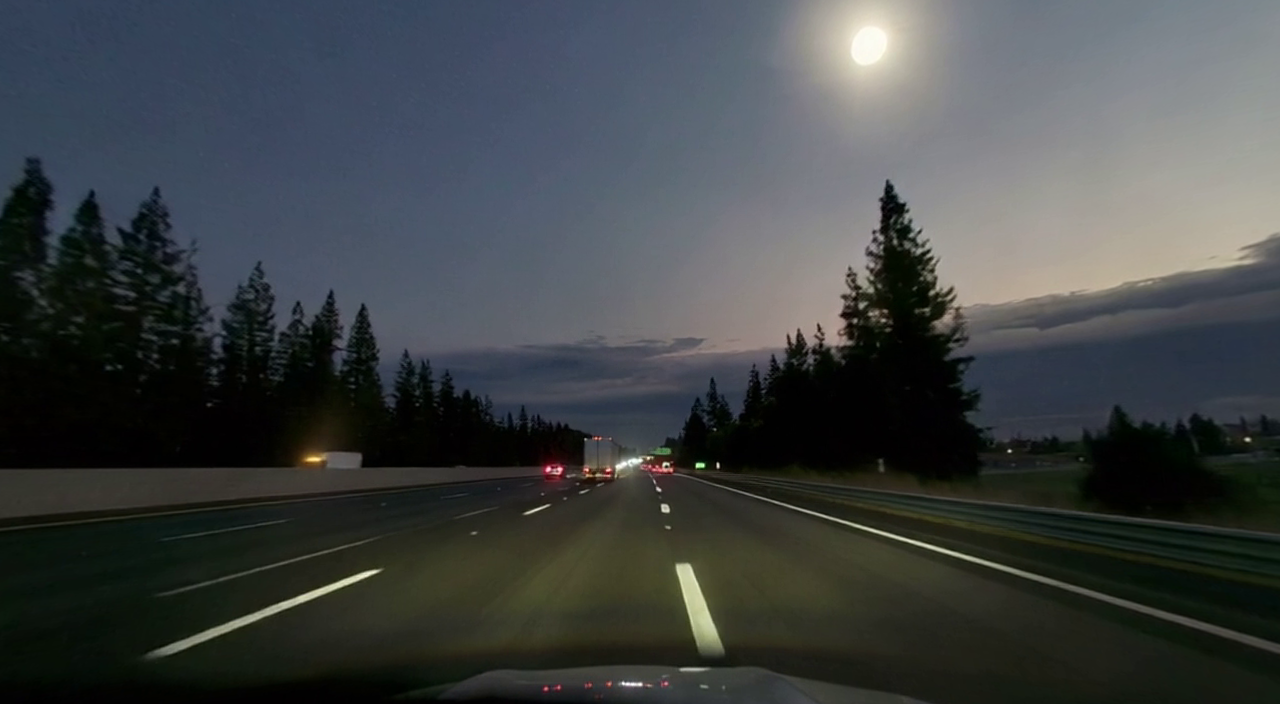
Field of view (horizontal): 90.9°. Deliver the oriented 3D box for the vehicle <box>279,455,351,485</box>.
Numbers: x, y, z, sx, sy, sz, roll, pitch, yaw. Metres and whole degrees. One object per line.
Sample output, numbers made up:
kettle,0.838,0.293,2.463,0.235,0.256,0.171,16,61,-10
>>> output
vehicle,-21.574,7.899,42.102,2.068,1.838,4.784,0,-10,2
